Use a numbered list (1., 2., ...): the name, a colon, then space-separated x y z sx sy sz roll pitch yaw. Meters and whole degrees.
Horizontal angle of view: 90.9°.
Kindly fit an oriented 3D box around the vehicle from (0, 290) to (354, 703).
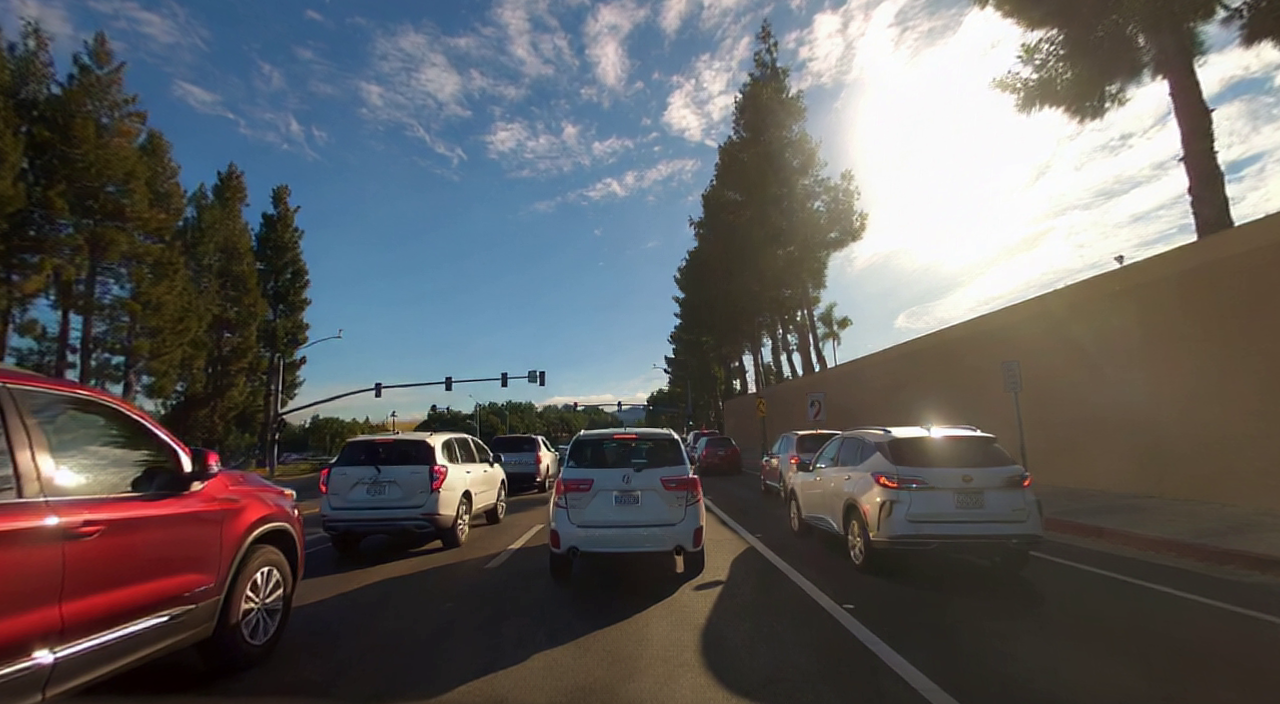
1. vehicle: -3.512 0.828 3.110 2.070 1.913 4.450 0 -8 0

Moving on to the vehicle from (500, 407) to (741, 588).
1. vehicle: -0.150 1.655 7.939 2.245 1.677 3.913 0 -8 1

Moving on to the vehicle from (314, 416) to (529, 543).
1. vehicle: -3.492 2.135 11.235 2.067 1.759 4.631 0 -8 1

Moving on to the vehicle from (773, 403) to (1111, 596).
1. vehicle: 3.147 1.619 7.806 2.029 1.702 4.281 0 -8 0
